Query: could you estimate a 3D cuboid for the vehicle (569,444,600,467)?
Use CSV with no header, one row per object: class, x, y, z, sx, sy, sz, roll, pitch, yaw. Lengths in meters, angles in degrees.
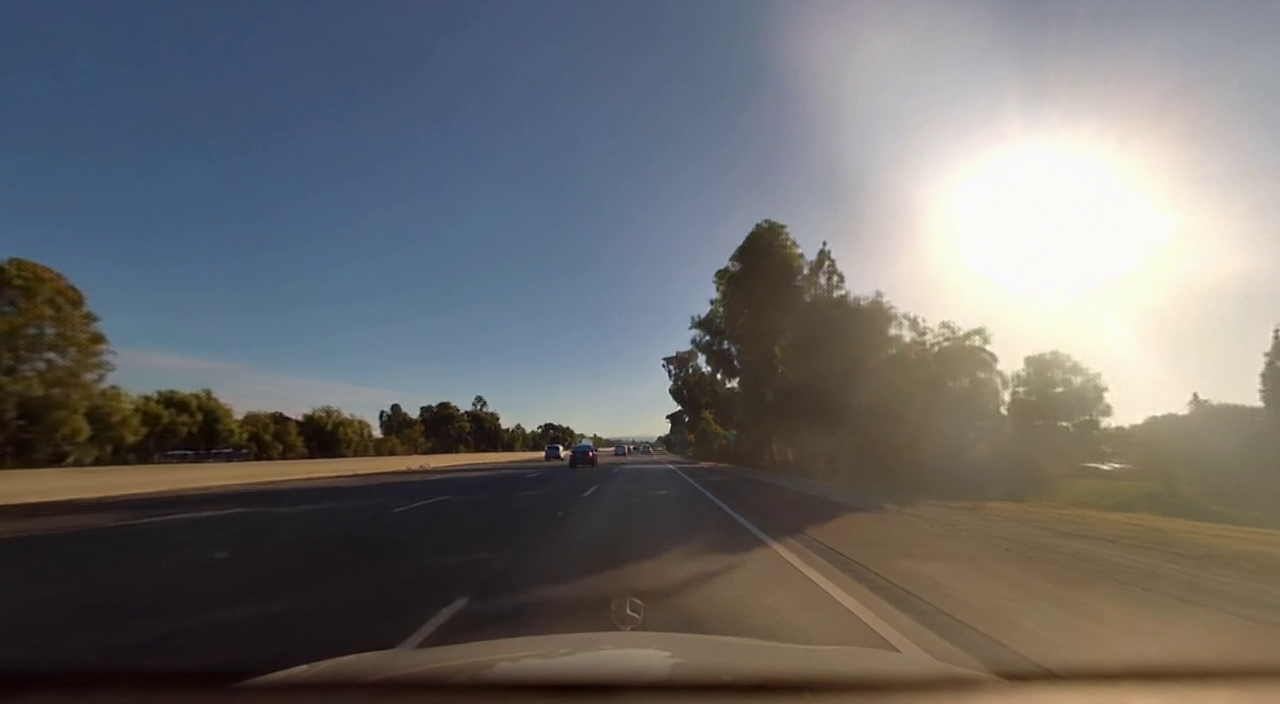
vehicle,-3.775,7.160,43.807,1.786,1.488,4.023,0,-9,0
